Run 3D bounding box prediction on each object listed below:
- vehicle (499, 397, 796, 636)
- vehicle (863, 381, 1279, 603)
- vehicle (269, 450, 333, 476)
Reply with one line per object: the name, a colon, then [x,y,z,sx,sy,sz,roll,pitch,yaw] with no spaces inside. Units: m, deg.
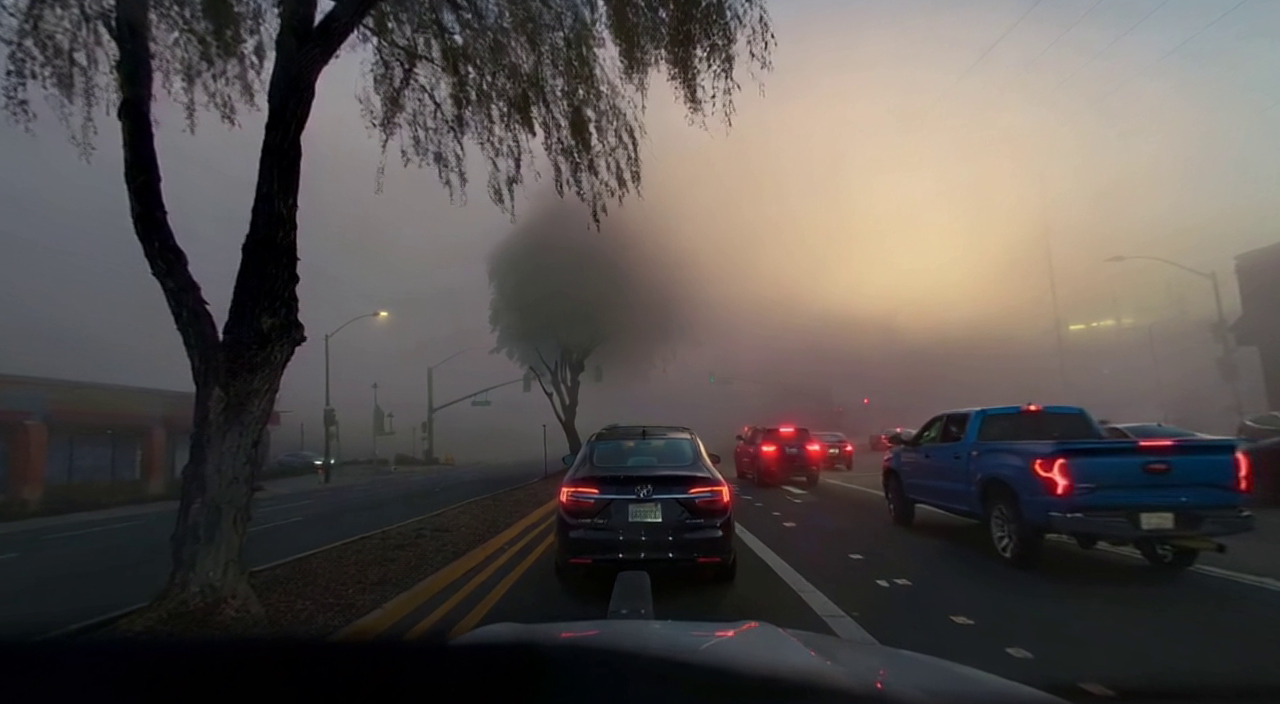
vehicle: [0.017,1.462,6.565,2.116,1.677,3.948,0,-8,-1]
vehicle: [4.566,1.482,7.569,2.019,1.803,4.634,0,-8,-1]
vehicle: [-24.026,7.841,44.883,1.798,1.706,4.385,-1,-8,6]
